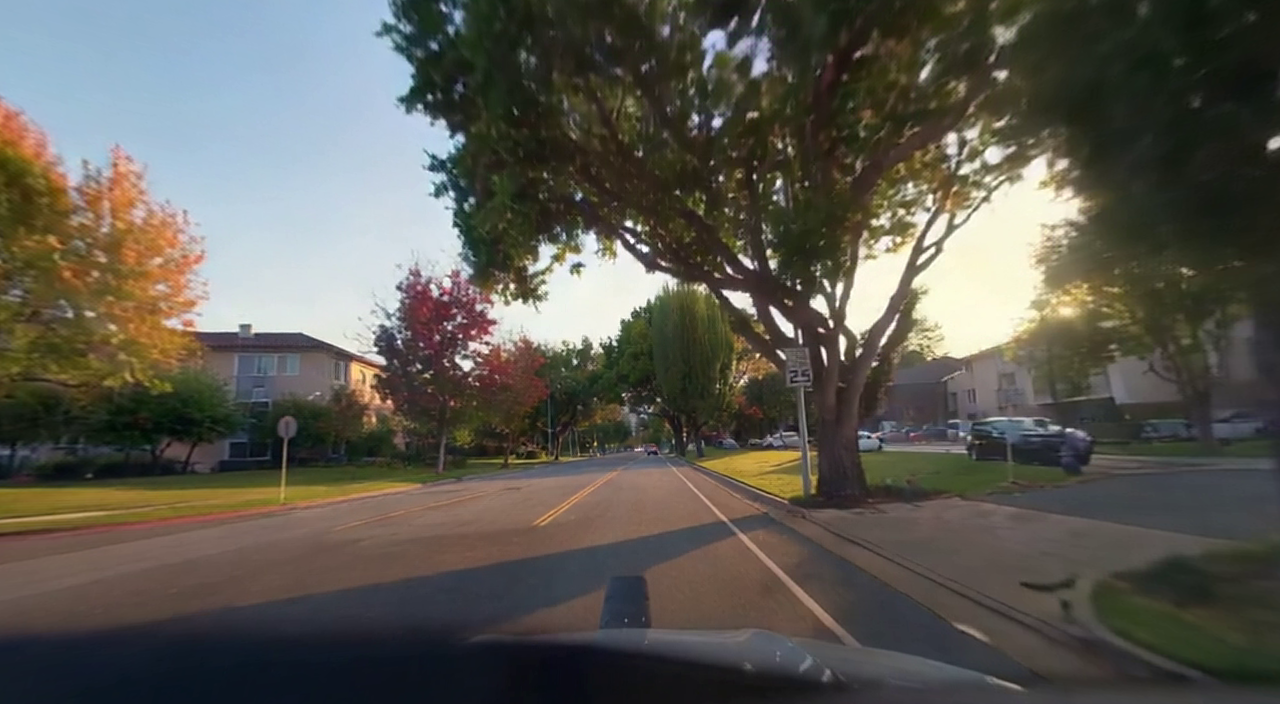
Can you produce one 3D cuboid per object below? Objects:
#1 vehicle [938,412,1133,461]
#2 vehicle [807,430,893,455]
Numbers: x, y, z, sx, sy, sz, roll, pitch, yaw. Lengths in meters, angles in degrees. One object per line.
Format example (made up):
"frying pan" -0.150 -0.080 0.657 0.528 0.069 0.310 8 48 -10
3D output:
"vehicle" 12.719 2.776 20.561 4.955 1.489 2.002 0 -9 2
"vehicle" 13.111 5.679 39.519 4.529 1.490 2.168 1 -9 -5
